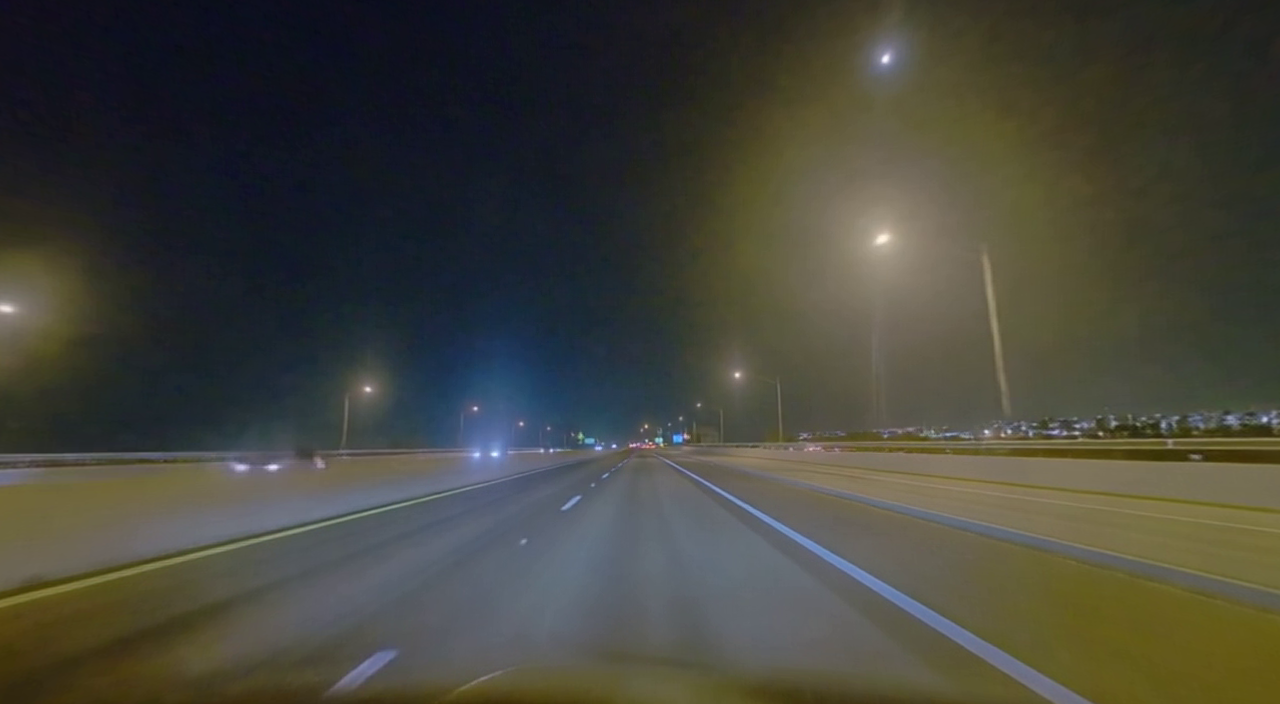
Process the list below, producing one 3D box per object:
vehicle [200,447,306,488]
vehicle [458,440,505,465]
[{"bbox_3d":[-16.024,4.778,26.320,1.825,1.537,4.025,0,-8,1],"label":"vehicle"},{"bbox_3d":[-11.506,7.298,46.019,2.044,1.690,5.155,0,-8,0],"label":"vehicle"}]
